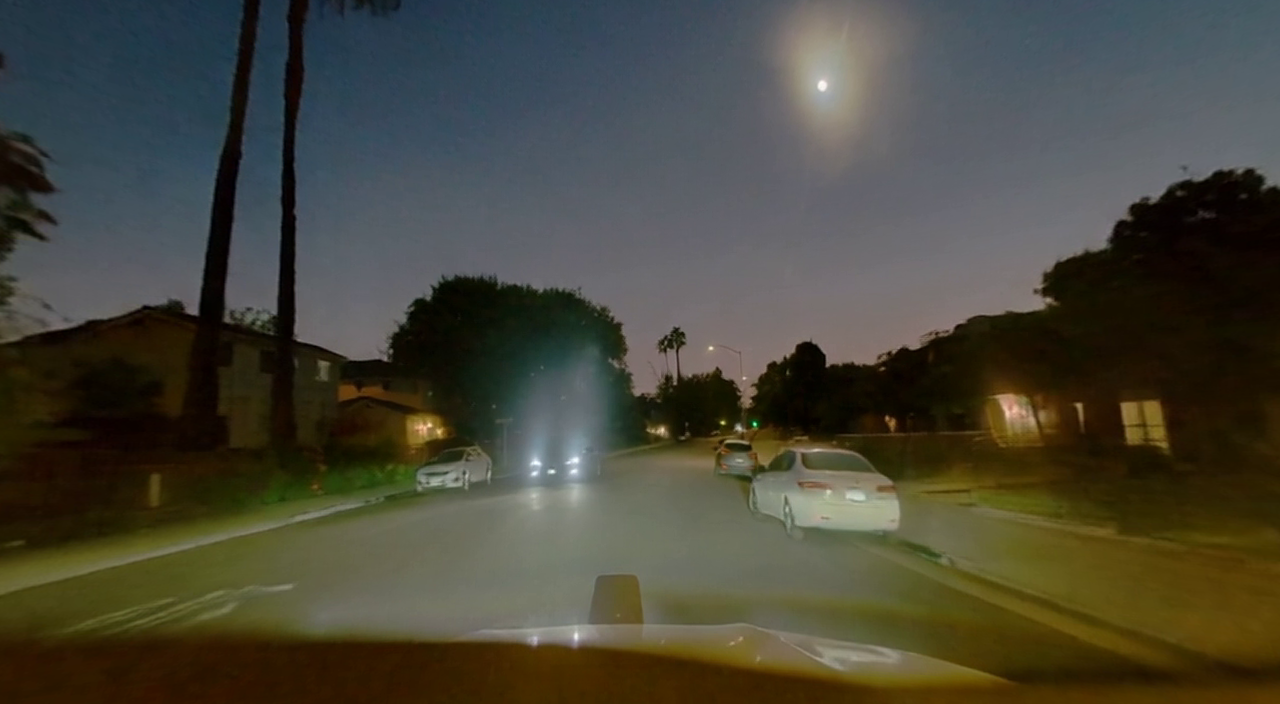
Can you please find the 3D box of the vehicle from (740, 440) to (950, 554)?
[{"bbox_3d":[3.028,2.215,10.380,1.942,1.465,4.123,0,-9,-2],"label":"vehicle"}]

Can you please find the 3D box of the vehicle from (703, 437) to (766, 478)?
[{"bbox_3d":[3.705,4.221,25.400,2.045,1.519,4.231,-1,-9,2],"label":"vehicle"}]

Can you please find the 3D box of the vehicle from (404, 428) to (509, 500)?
[{"bbox_3d":[-6.661,4.307,23.529,2.053,1.713,4.850,-3,-21,5],"label":"vehicle"}]

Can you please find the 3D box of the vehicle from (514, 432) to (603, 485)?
[{"bbox_3d":[-2.924,4.012,23.921,2.305,1.781,4.834,-1,-9,6],"label":"vehicle"}]
